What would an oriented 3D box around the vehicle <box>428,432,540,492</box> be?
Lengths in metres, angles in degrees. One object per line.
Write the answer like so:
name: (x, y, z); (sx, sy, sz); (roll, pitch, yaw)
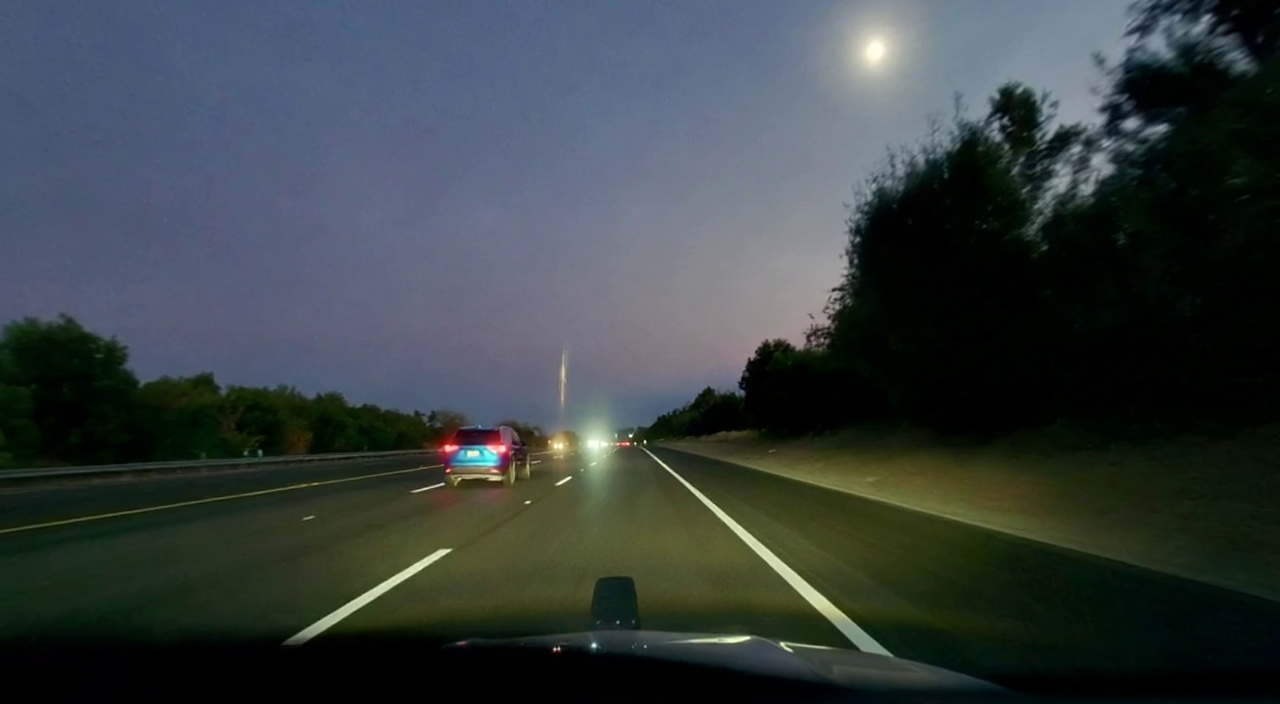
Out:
vehicle: (-4.271, 3.050, 17.969); (2.063, 1.496, 4.225); (0, -8, 1)
